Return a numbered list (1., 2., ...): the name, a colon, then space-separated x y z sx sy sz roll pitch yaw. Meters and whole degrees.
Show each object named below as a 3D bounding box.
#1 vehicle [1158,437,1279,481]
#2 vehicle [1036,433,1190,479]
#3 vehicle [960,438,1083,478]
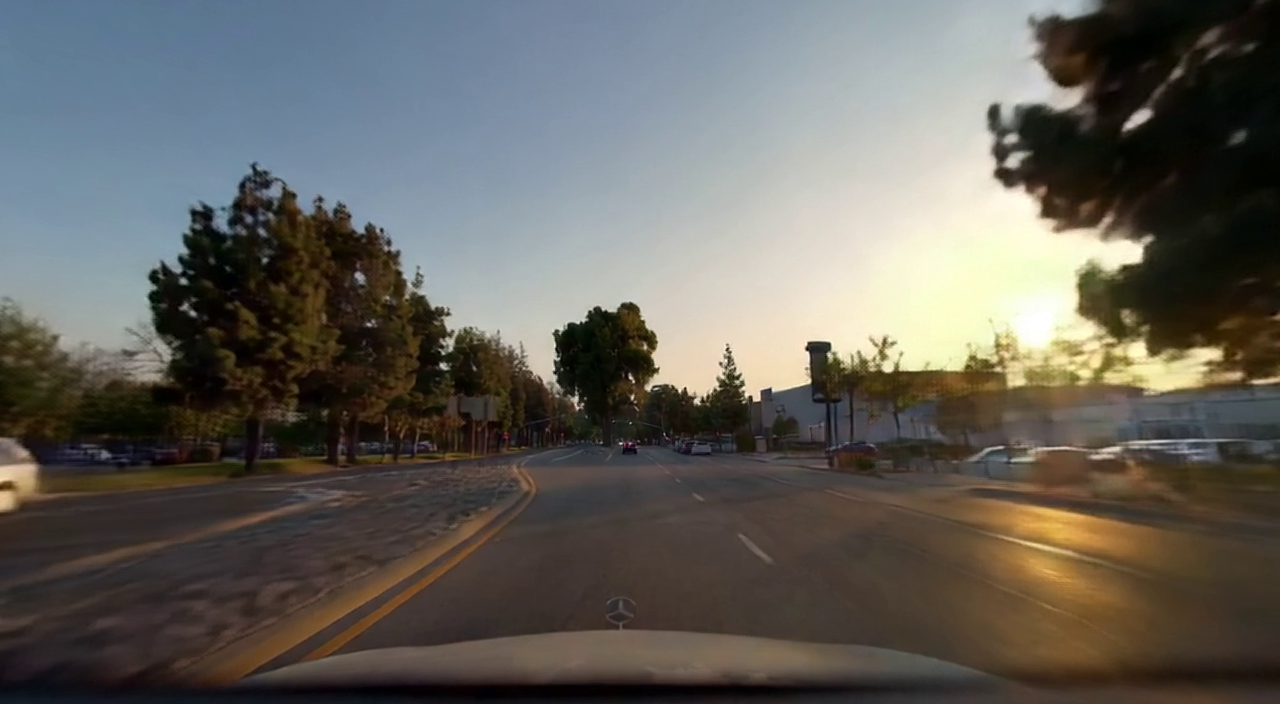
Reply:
1. vehicle: 24.827 4.393 26.427 1.988 1.617 4.524 2 -8 -10
2. vehicle: 21.438 4.703 29.026 2.150 1.812 5.372 0 -8 -13
3. vehicle: 16.588 4.606 27.790 1.966 1.583 4.568 2 -9 -12
